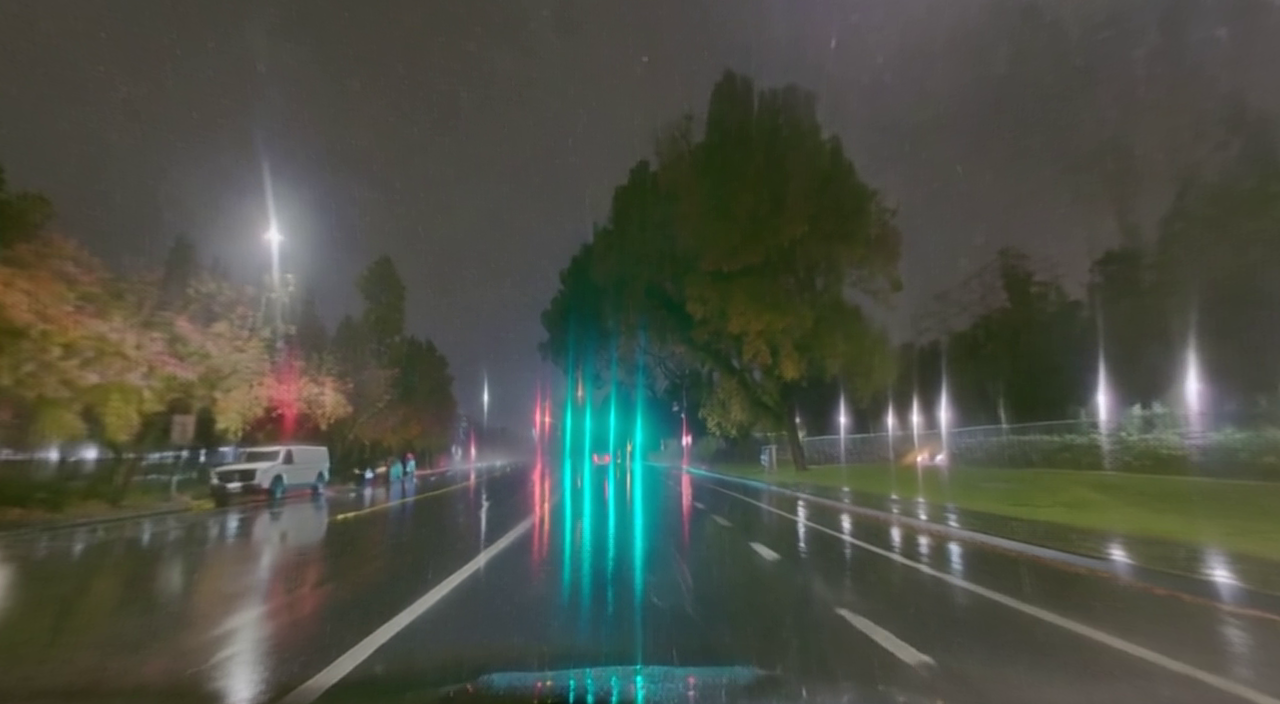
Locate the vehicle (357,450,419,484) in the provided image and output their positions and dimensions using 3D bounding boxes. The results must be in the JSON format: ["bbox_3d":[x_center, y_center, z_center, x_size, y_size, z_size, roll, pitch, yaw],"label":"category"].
[{"bbox_3d":[-14.437,6.629,36.476,2.090,1.680,4.434,-2,-10,-5],"label":"vehicle"}]

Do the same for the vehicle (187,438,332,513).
[{"bbox_3d":[-13.284,4.260,22.587,2.314,2.144,5.403,-3,-8,-6],"label":"vehicle"}]
